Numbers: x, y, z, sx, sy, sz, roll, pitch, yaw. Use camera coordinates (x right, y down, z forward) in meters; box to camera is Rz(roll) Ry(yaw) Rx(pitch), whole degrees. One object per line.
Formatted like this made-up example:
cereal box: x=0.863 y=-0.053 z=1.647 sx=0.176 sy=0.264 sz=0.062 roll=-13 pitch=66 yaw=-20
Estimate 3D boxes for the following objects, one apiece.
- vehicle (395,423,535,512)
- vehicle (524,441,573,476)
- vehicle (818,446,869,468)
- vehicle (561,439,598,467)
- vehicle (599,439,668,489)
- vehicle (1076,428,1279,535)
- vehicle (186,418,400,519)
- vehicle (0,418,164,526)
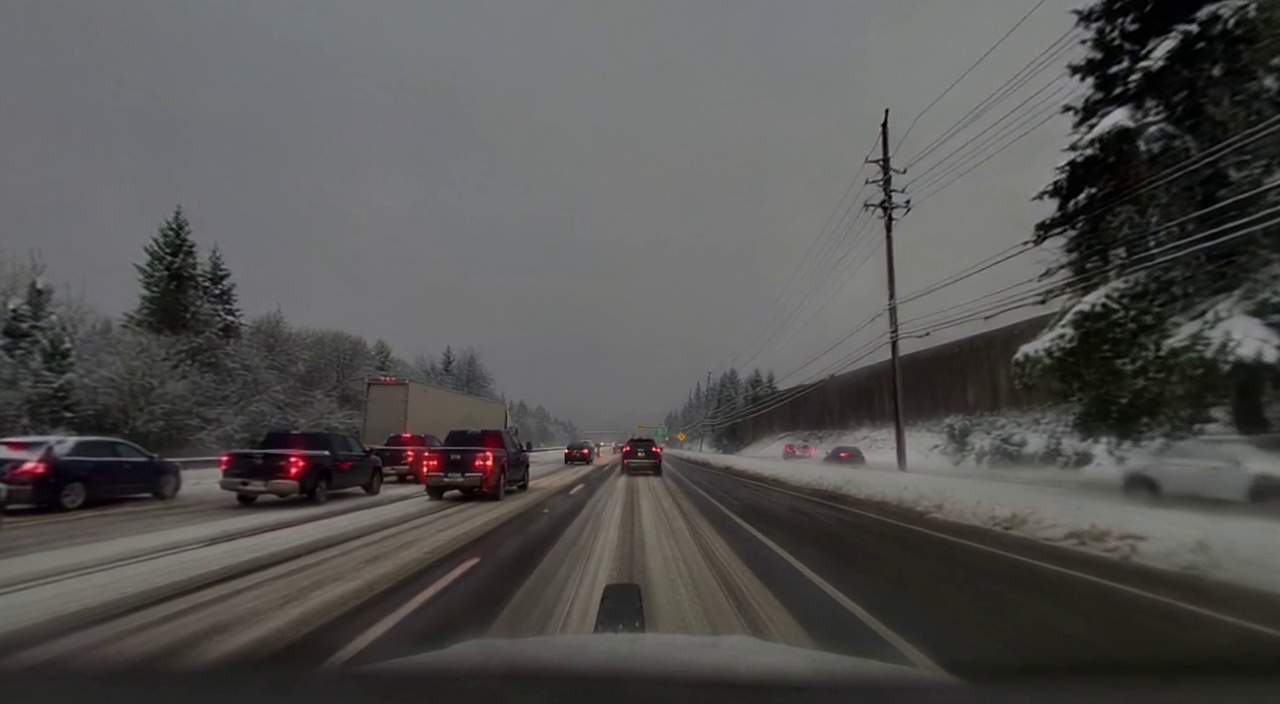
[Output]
vehicle: x=-3.748 y=2.556 z=14.400 sx=1.923 sy=1.716 sz=4.289 roll=0 pitch=-9 yaw=0
vehicle: x=-4.146 y=4.869 z=29.195 sx=1.870 sy=1.485 sz=4.304 roll=0 pitch=-9 yaw=-3
vehicle: x=14.341 y=7.397 z=44.811 sx=1.949 sy=1.472 sz=4.795 roll=0 pitch=-9 yaw=0
vehicle: x=-3.855 y=6.513 z=40.915 sx=1.976 sy=1.705 sz=4.176 roll=0 pitch=-9 yaw=1
vehicle: x=-0.218 y=3.668 z=20.996 sx=2.089 sy=1.477 sz=3.818 roll=0 pitch=-8 yaw=-1
vehicle: x=10.023 y=2.081 z=10.574 sx=1.974 sy=1.495 sz=4.734 roll=0 pitch=-9 yaw=-1
vehicle: x=-6.941 y=2.377 z=13.344 sx=2.027 sy=1.762 sz=4.386 roll=0 pitch=-9 yaw=0
vehicle: x=-11.090 y=2.067 z=11.093 sx=1.964 sy=1.687 sz=4.485 roll=0 pitch=-9 yaw=-1
